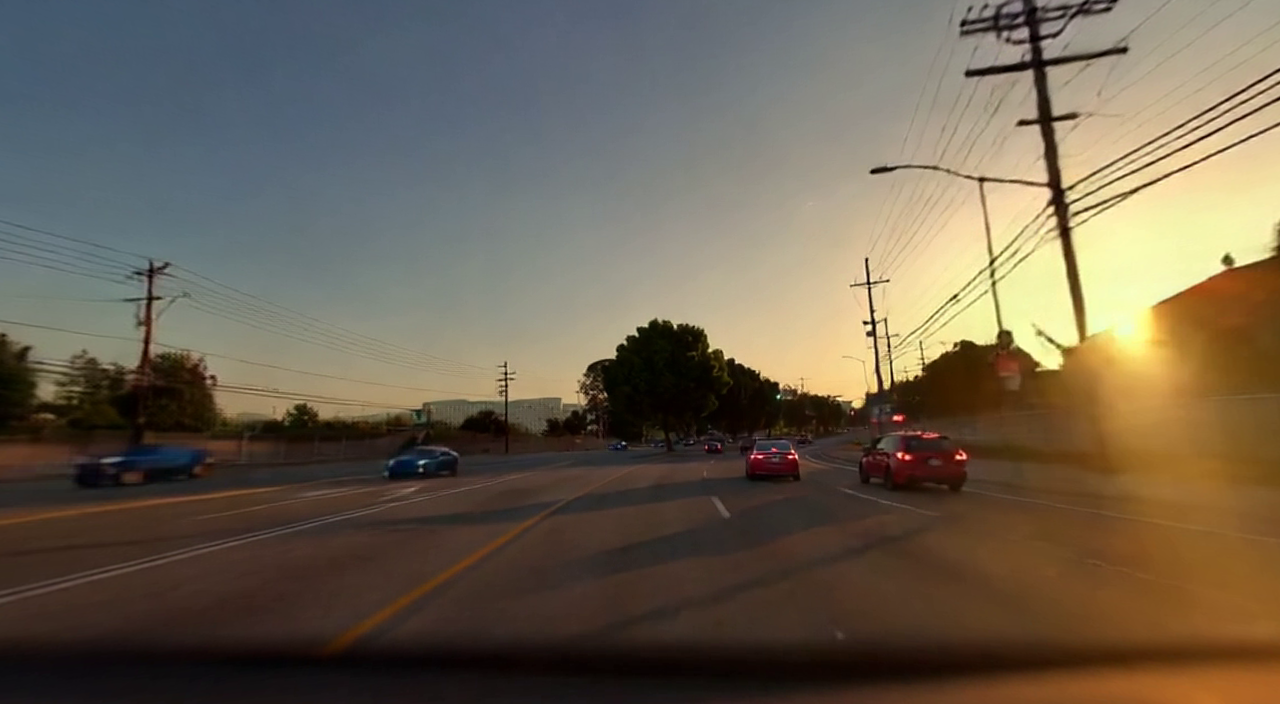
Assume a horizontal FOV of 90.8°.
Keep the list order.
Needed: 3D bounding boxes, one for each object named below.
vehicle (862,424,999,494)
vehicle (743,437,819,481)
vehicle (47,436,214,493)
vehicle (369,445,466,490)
[{"bbox_3d":[8.261,3.084,18.521,2.029,1.795,4.371,-1,-8,2],"label":"vehicle"},{"bbox_3d":[5.073,3.895,23.337,2.035,1.460,4.392,-1,-8,3],"label":"vehicle"},{"bbox_3d":[-17.803,3.916,22.446,1.948,1.772,4.491,-1,-8,4],"label":"vehicle"},{"bbox_3d":[-8.655,4.514,25.059,2.107,1.587,4.514,-1,-8,2],"label":"vehicle"}]
